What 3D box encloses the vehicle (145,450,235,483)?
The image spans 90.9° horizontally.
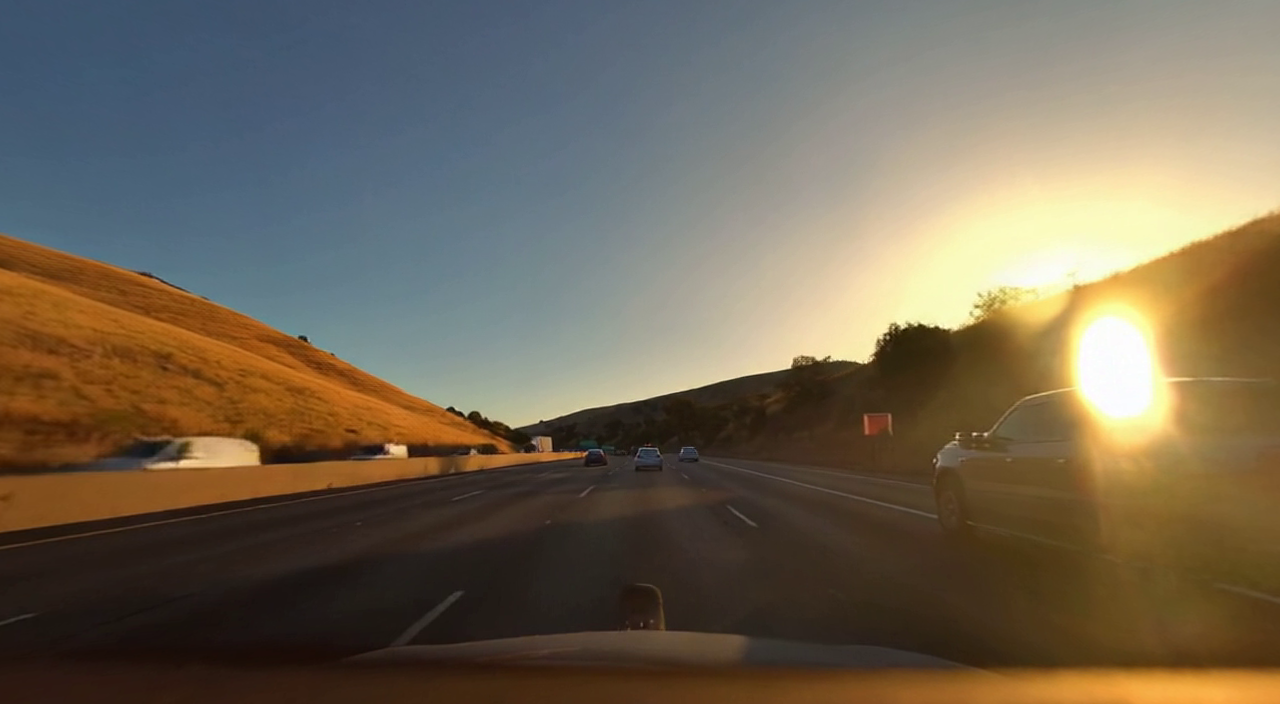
[{"bbox_3d":[-19.225,4.885,27.098,1.455,1.316,3.206,0,-8,1],"label":"vehicle"}]

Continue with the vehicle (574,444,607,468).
[{"bbox_3d":[-3.573,7.565,46.154,2.076,1.690,4.113,0,-8,1],"label":"vehicle"}]

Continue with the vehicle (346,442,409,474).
[{"bbox_3d":[-12.407,5.001,29.959,1.471,1.394,3.294,0,-8,2],"label":"vehicle"}]

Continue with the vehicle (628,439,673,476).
[{"bbox_3d":[0.478,5.199,31.327,2.086,1.685,4.206,0,-8,0],"label":"vehicle"}]

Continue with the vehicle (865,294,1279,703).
[{"bbox_3d":[4.202,1.047,4.901,2.700,1.980,5.866,0,-8,0],"label":"vehicle"}]
